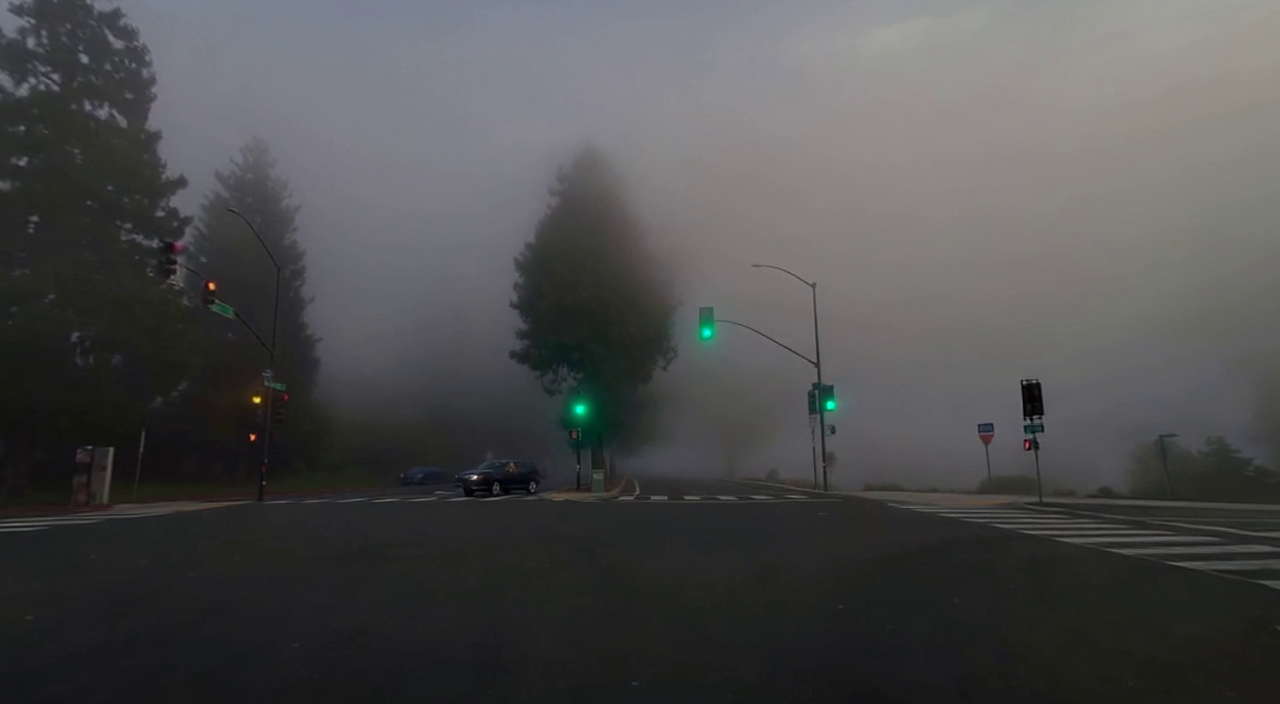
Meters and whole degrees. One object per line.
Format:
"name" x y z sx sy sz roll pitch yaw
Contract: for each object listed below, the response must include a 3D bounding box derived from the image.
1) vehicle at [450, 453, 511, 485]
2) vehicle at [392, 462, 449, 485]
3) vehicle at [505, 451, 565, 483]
"vehicle" -8.040 5.901 32.113 1.960 1.433 4.213 0 -8 1
"vehicle" -16.427 9.122 47.433 2.029 1.500 4.491 -2 -9 11
"vehicle" -5.247 5.792 32.104 2.107 1.456 4.728 0 -8 1
